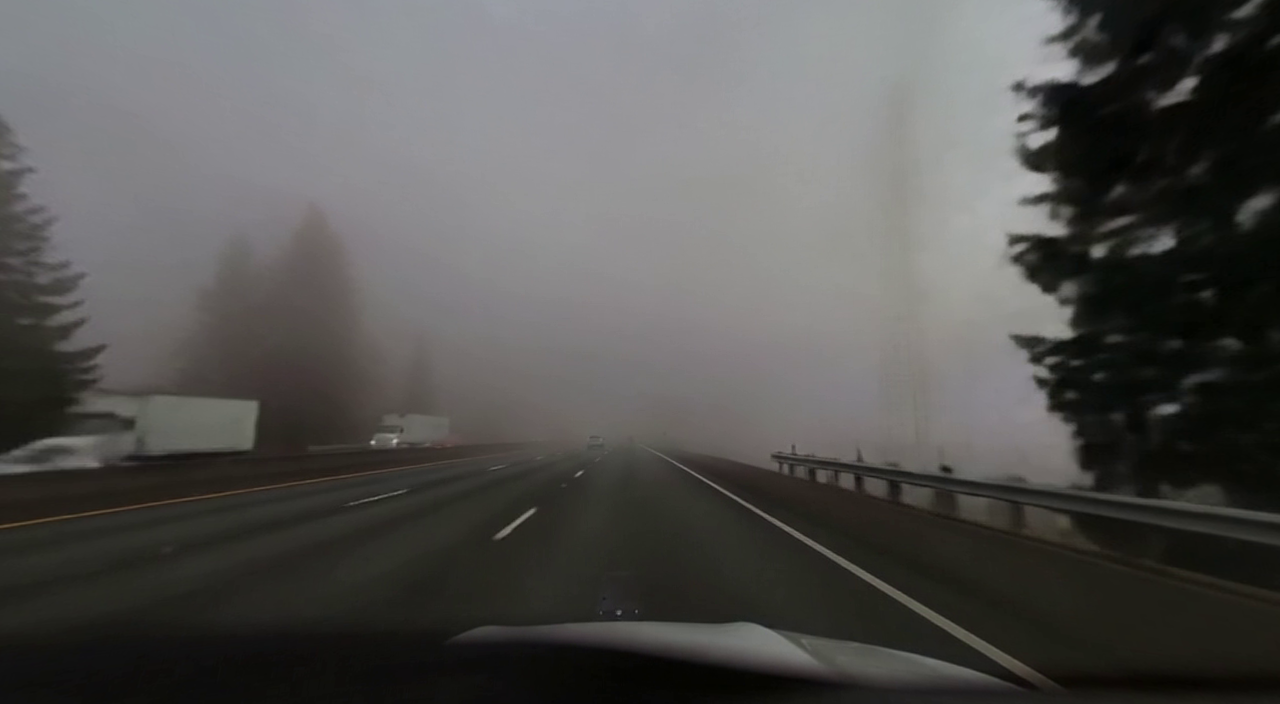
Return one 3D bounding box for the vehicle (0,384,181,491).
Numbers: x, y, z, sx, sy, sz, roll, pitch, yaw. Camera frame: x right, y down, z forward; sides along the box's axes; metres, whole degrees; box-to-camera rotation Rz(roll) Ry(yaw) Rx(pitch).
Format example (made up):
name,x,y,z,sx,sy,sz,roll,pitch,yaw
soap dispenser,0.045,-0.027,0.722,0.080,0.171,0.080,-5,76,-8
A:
name,x,y,z,sx,sy,sz,roll,pitch,yaw
vehicle,-22.985,3.487,25.997,2.913,3.836,6.596,0,-7,-1
